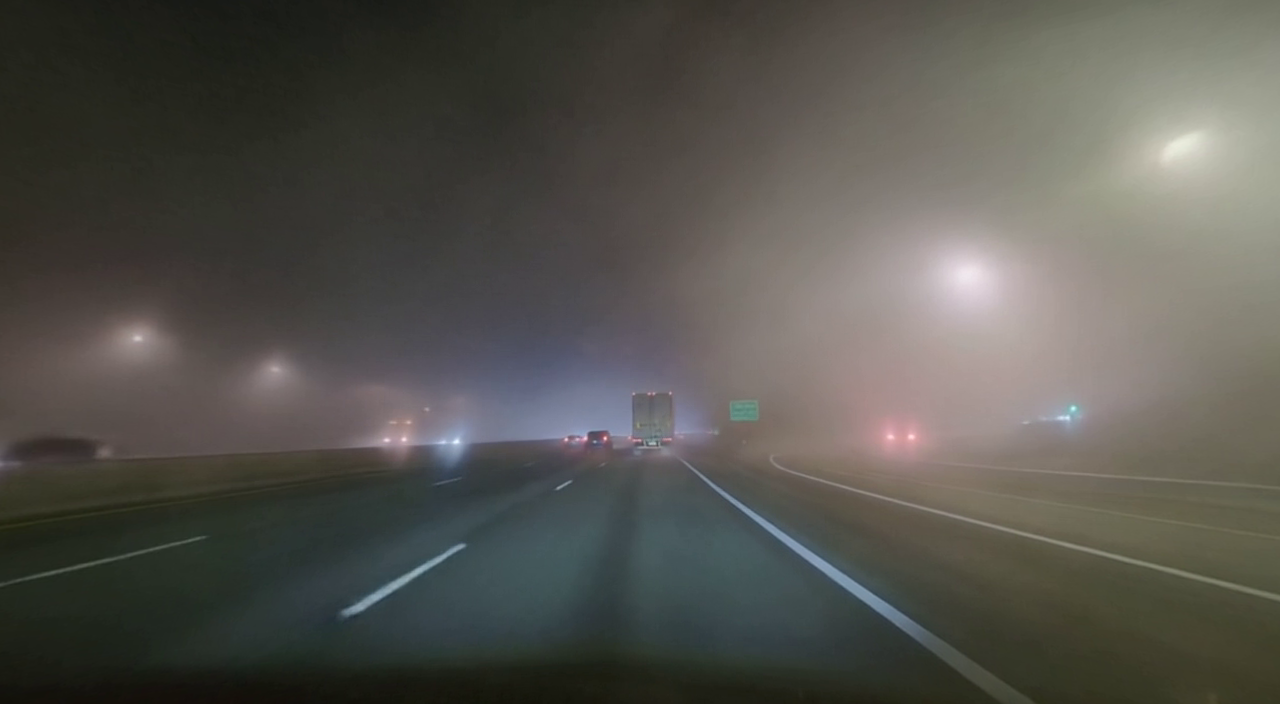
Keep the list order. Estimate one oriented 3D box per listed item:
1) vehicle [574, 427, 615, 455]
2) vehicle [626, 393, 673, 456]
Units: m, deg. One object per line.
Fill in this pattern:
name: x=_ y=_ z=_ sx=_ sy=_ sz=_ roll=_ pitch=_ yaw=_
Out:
vehicle: x=-2.962 y=5.941 z=42.150 sx=2.119 sy=1.787 sz=4.655 roll=0 pitch=-8 yaw=3
vehicle: x=0.819 y=5.350 z=45.769 sx=3.024 sy=4.019 sz=10.605 roll=0 pitch=-8 yaw=2
